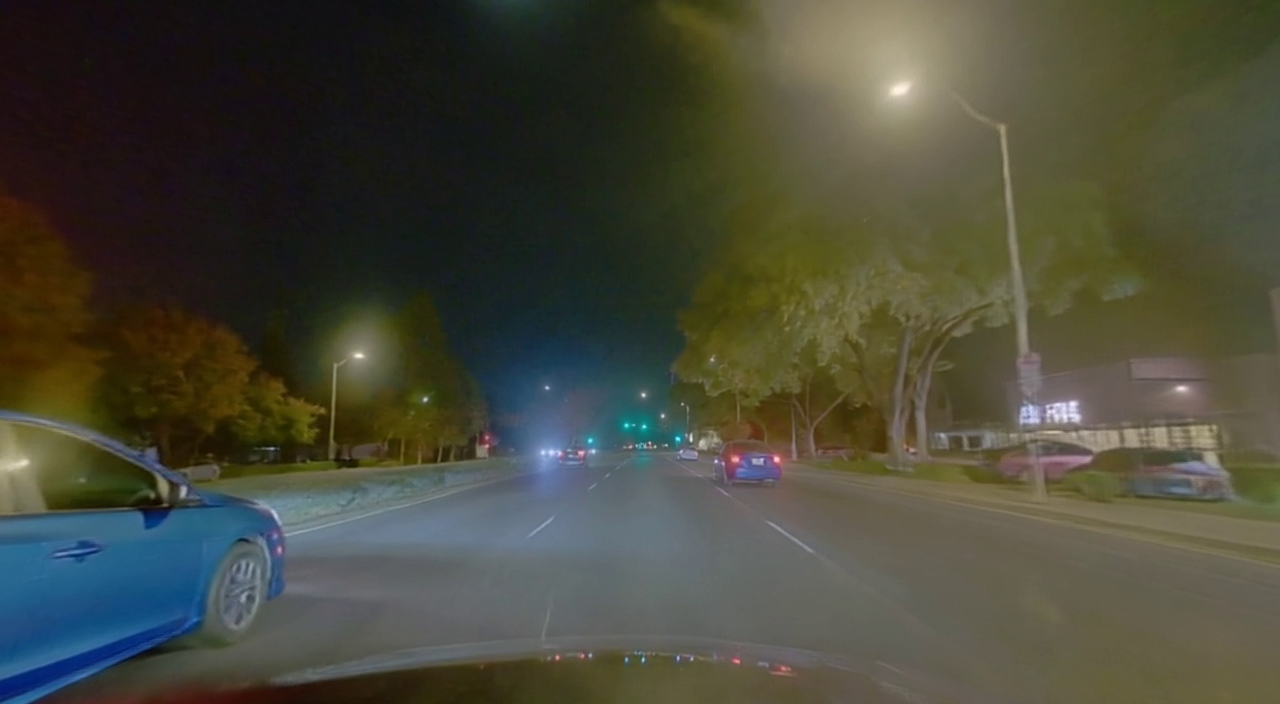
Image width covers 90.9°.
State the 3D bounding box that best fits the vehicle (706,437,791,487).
[{"bbox_3d":[3.489,3.632,21.188,2.083,1.474,4.360,0,-8,0],"label":"vehicle"}]

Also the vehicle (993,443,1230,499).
[{"bbox_3d":[12.559,3.164,17.043,4.757,1.327,2.062,0,-7,-1],"label":"vehicle"}]

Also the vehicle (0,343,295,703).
[{"bbox_3d":[-3.574,0.789,2.203,2.023,1.720,4.741,0,-8,0],"label":"vehicle"}]

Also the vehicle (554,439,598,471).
[{"bbox_3d":[-3.417,5.563,34.339,2.113,1.626,4.129,0,-8,-2],"label":"vehicle"}]
